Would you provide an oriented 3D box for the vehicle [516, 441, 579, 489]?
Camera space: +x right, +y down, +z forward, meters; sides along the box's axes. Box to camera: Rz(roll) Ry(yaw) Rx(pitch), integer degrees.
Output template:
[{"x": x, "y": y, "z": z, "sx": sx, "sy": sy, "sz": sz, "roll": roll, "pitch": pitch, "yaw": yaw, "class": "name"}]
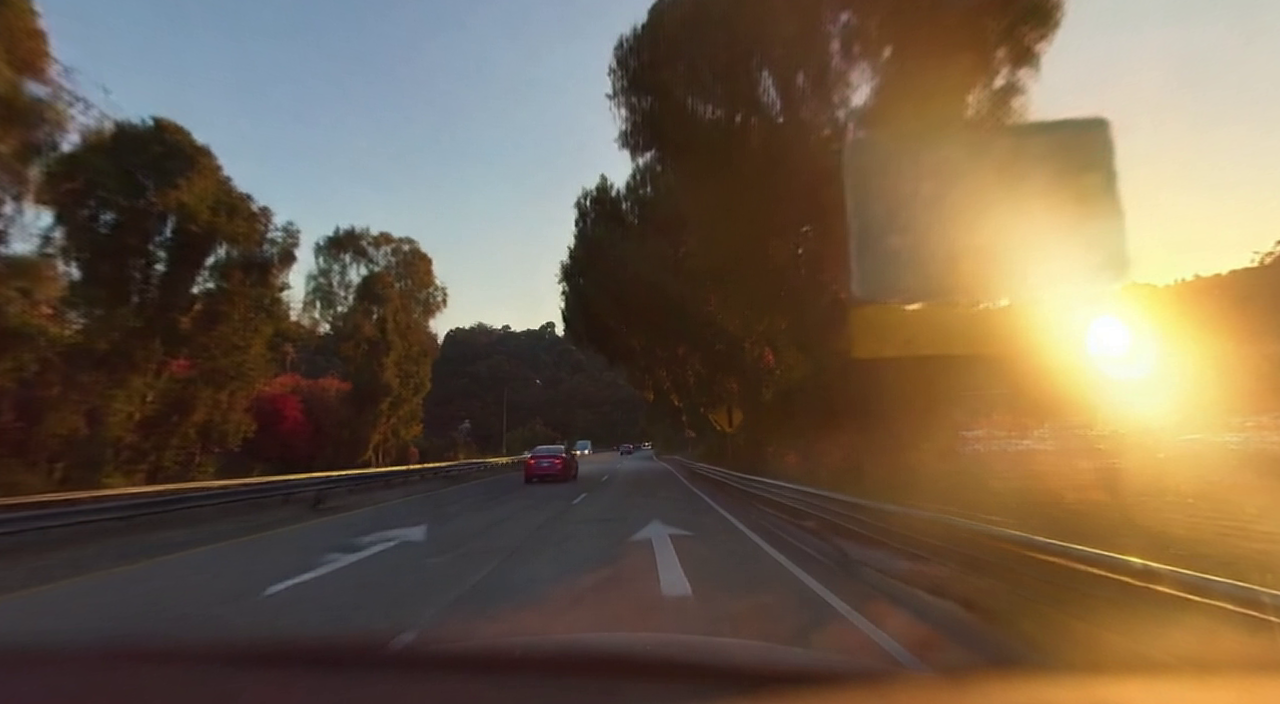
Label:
[{"x": -3.204, "y": 3.977, "z": 22.461, "sx": 1.675, "sy": 1.537, "sz": 3.574, "roll": -1, "pitch": -9, "yaw": 1, "class": "vehicle"}]
